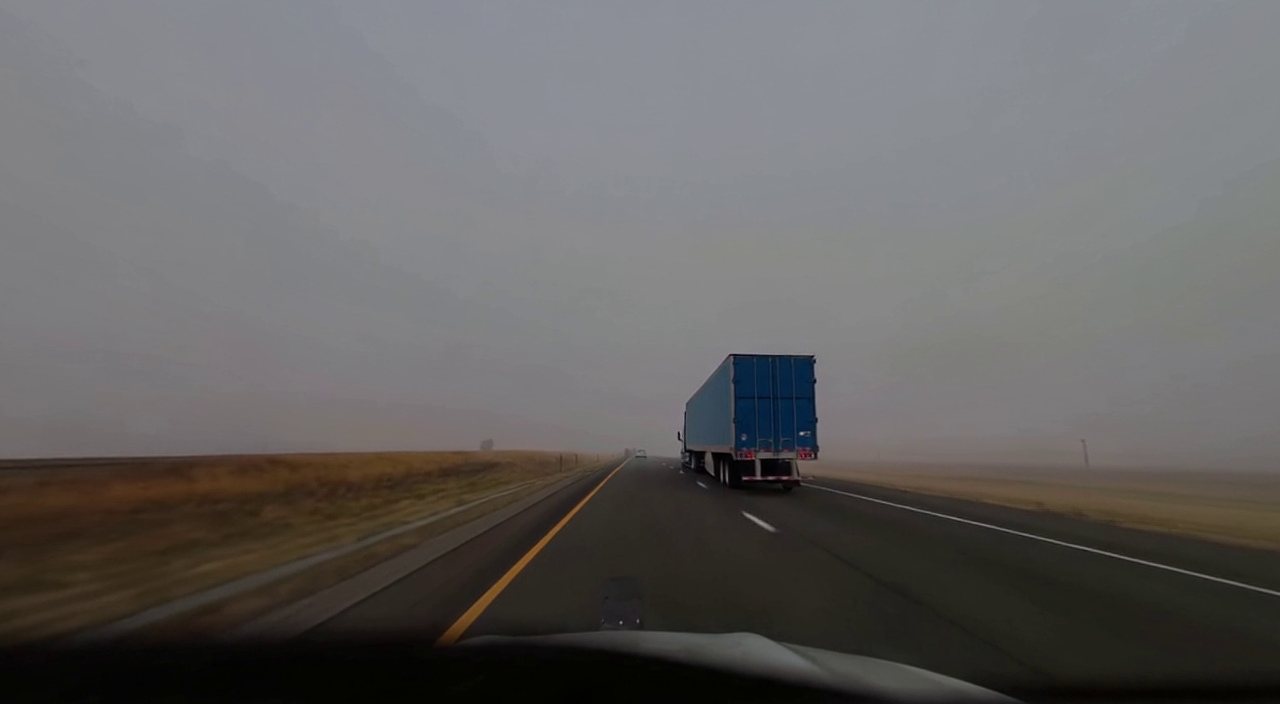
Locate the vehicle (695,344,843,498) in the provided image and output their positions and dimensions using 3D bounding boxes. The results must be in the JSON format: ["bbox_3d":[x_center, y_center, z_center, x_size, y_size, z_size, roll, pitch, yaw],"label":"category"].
[{"bbox_3d":[4.066,2.864,23.752,2.818,4.206,12.987,0,-9,0],"label":"vehicle"}]
